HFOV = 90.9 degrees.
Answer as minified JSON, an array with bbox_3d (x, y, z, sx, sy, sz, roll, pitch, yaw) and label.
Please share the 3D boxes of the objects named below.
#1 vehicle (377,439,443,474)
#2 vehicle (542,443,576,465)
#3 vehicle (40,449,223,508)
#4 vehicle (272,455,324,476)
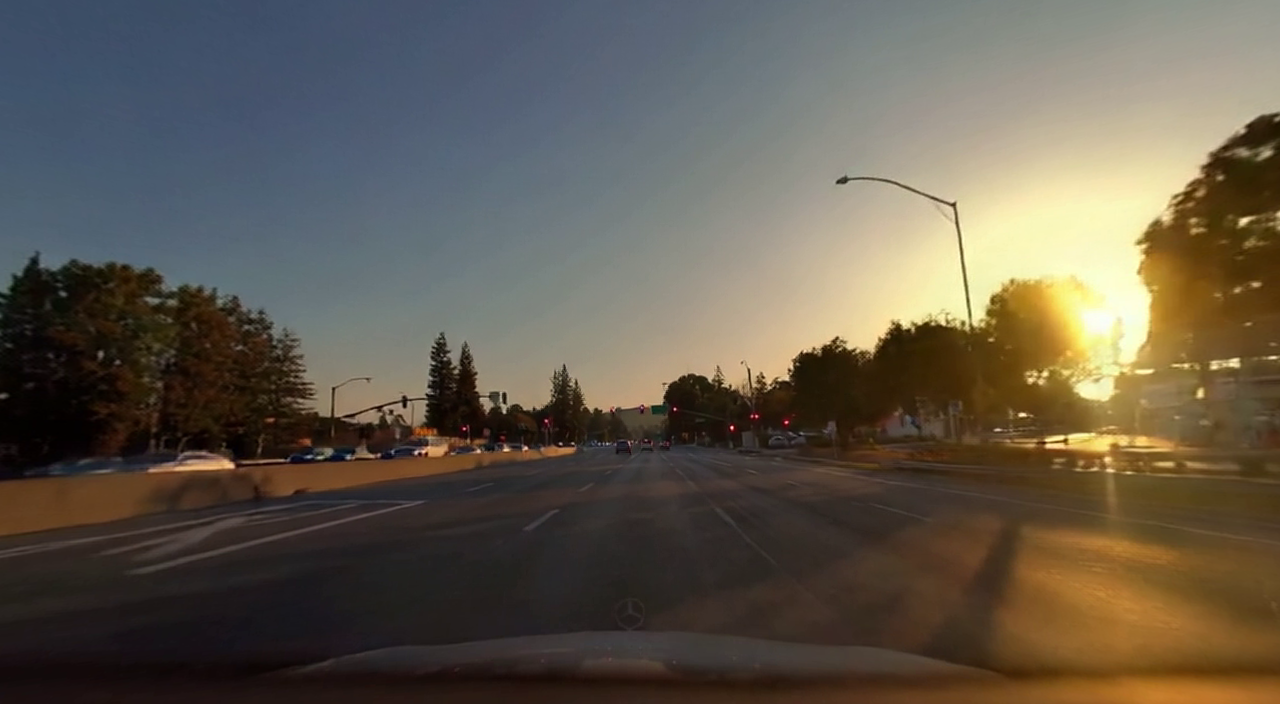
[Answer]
[{"bbox_3d":[-14.368,6.552,39.776,2.160,1.993,5.347,0,-8,0],"label":"vehicle"},{"bbox_3d":[-5.946,7.495,46.673,1.843,1.528,4.121,0,-8,1],"label":"vehicle"},{"bbox_3d":[-14.773,3.640,18.694,1.880,1.496,4.246,0,-8,0],"label":"vehicle"},{"bbox_3d":[-26.181,8.684,48.354,1.673,1.400,3.902,-1,-8,2],"label":"vehicle"}]
